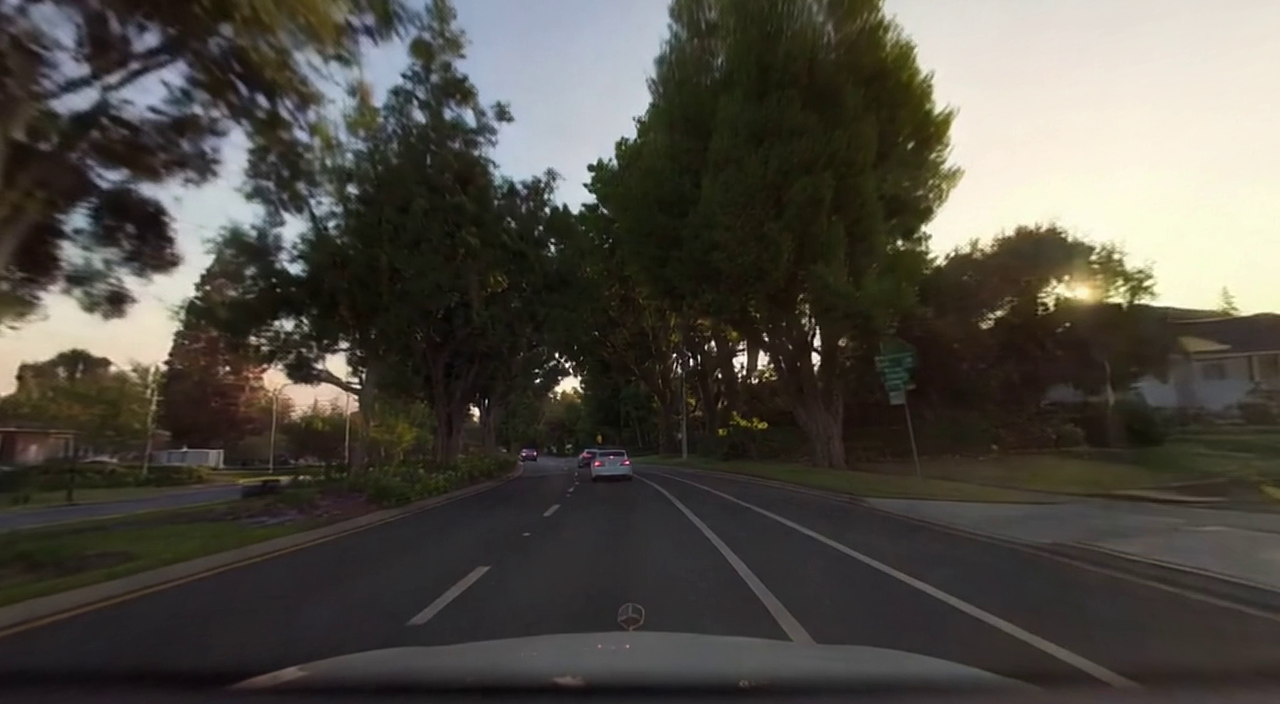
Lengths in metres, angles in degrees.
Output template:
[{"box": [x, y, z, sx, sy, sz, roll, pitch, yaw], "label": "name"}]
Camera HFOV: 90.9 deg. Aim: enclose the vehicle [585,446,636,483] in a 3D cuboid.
[{"box": [-1.370, 4.888, 27.764, 2.009, 1.456, 4.003, 1, -8, -6], "label": "vehicle"}]
